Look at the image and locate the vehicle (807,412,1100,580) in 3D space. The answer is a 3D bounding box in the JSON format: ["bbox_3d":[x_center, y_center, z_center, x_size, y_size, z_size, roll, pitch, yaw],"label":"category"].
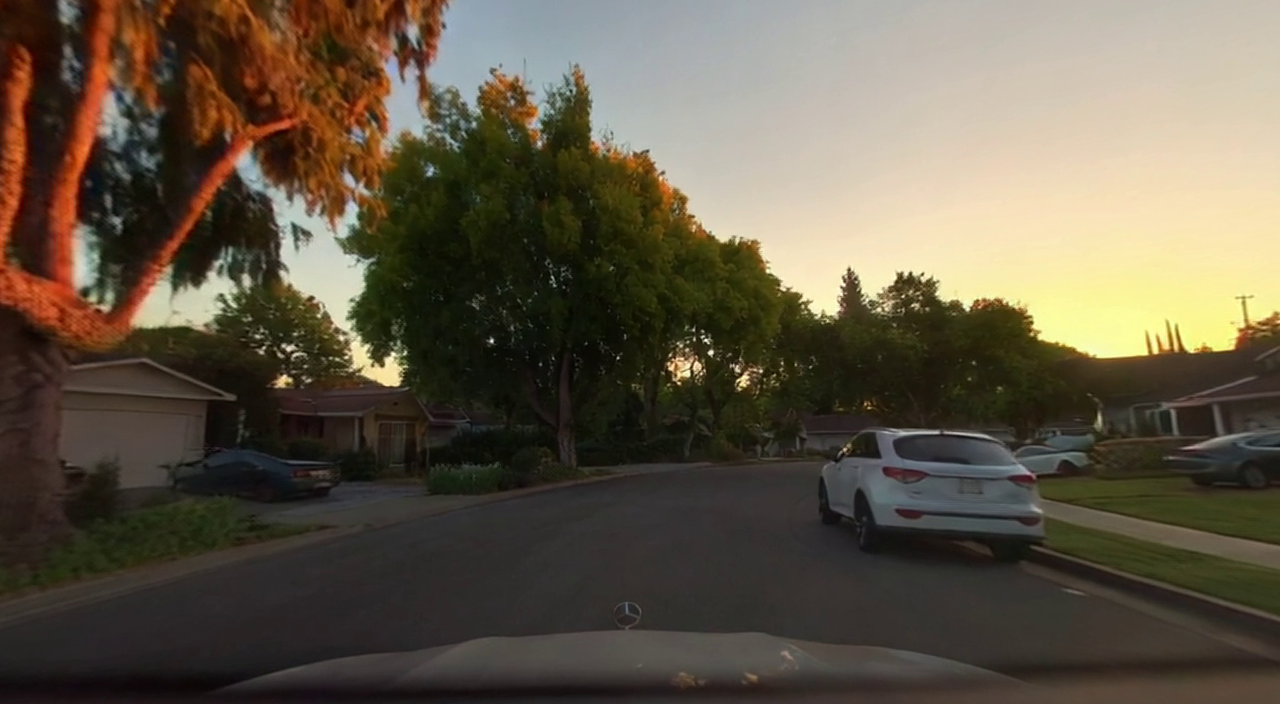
[{"bbox_3d":[3.981,1.890,9.130,2.163,1.760,4.591,0,-9,4],"label":"vehicle"}]
